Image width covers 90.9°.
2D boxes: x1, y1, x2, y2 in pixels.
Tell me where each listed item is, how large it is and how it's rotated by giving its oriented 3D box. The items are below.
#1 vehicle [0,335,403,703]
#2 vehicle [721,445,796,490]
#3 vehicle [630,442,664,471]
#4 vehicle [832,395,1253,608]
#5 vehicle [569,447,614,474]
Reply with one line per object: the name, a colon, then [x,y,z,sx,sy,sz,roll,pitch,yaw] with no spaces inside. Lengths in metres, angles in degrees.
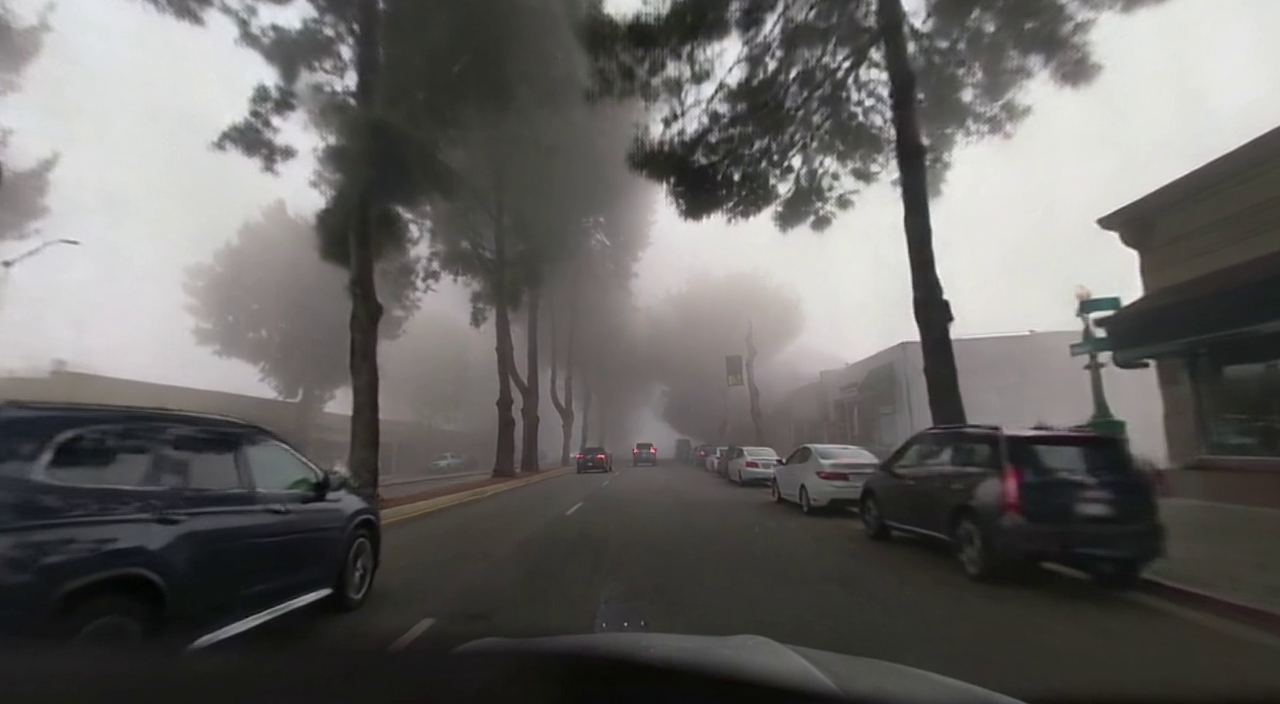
vehicle: [-3.294,0.970,3.276,2.186,1.708,4.746,0,-9,1]
vehicle: [4.336,4.290,23.752,1.887,1.517,4.257,0,-9,-1]
vehicle: [0.451,6.800,41.137,2.075,1.770,4.018,0,-9,0]
vehicle: [4.207,1.654,7.921,2.068,1.809,4.889,0,-9,1]
vehicle: [-2.762,6.337,37.067,2.151,1.484,4.468,0,-9,1]
